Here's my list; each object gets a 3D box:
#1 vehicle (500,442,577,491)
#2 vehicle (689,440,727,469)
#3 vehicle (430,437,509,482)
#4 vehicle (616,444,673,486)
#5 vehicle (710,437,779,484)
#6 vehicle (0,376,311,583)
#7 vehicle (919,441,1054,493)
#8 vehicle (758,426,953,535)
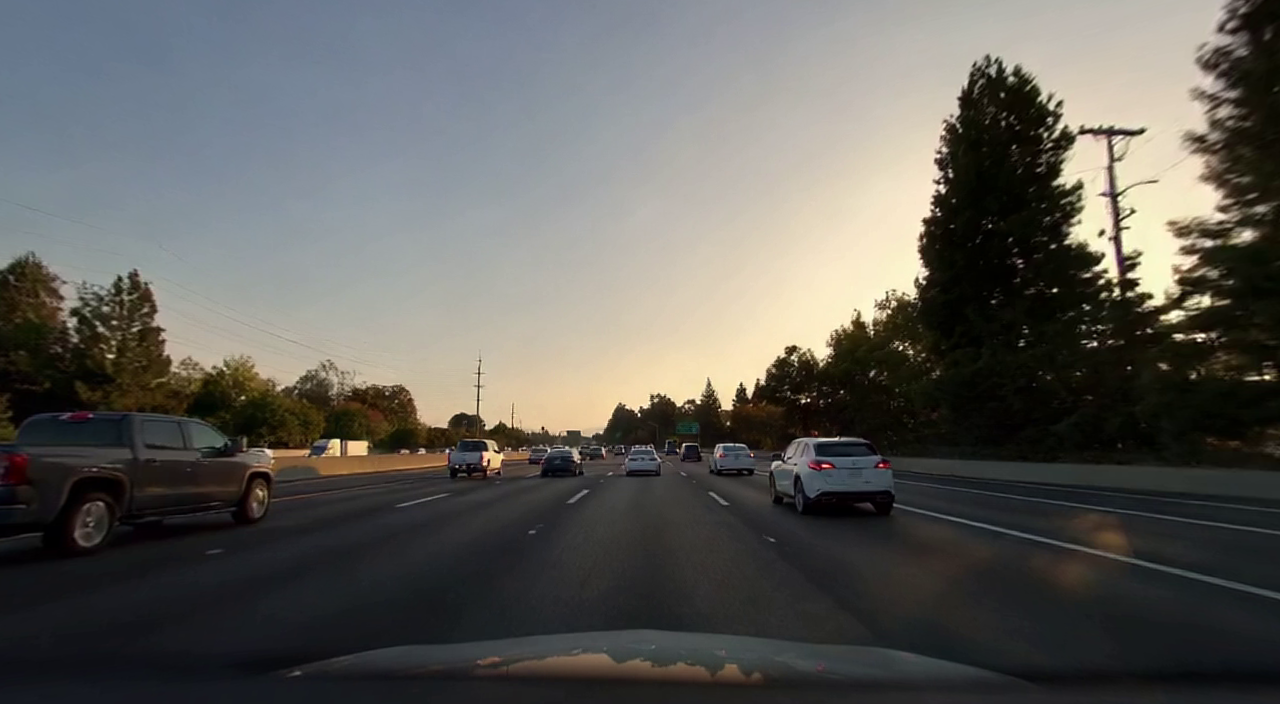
[{"bbox_3d":[-3.347,3.871,21.717,1.904,1.479,4.274,0,-9,1],"label":"vehicle"},{"bbox_3d":[4.517,6.912,42.682,2.195,1.778,4.455,0,-9,1],"label":"vehicle"},{"bbox_3d":[-6.912,4.399,26.078,1.978,1.680,4.263,0,-9,1],"label":"vehicle"},{"bbox_3d":[0.167,4.233,23.989,1.966,1.444,3.986,0,-9,1],"label":"vehicle"},{"bbox_3d":[4.067,4.291,25.282,2.002,1.691,4.290,0,-9,0],"label":"vehicle"},{"bbox_3d":[-7.119,1.573,8.399,2.269,1.936,5.777,0,-9,1],"label":"vehicle"},{"bbox_3d":[11.080,3.680,20.605,1.816,1.480,4.468,0,-9,0],"label":"vehicle"},{"bbox_3d":[3.626,2.245,11.623,2.051,1.595,4.301,0,-9,0],"label":"vehicle"}]
